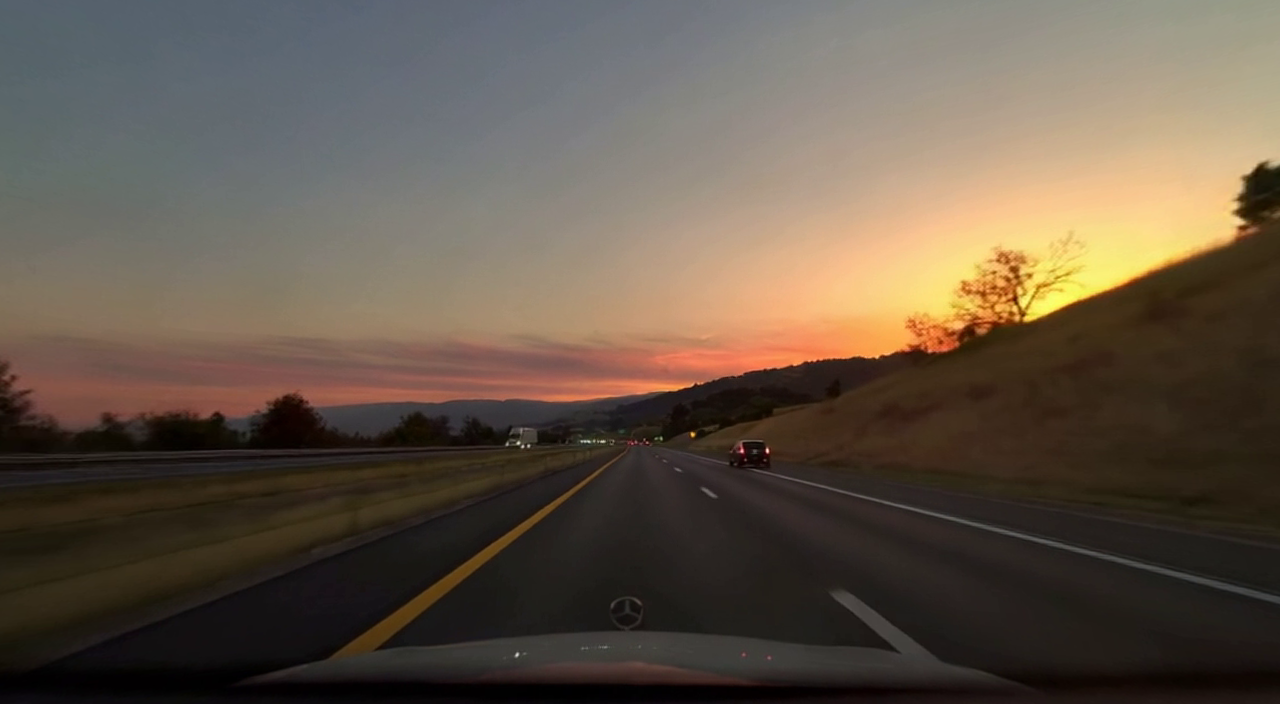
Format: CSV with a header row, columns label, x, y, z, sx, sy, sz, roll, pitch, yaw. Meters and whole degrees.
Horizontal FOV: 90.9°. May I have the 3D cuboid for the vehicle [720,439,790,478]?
label,x,y,z,sx,sy,sz,roll,pitch,yaw
vehicle,4.661,4.385,26.209,2.012,1.476,4.256,0,-8,-1
